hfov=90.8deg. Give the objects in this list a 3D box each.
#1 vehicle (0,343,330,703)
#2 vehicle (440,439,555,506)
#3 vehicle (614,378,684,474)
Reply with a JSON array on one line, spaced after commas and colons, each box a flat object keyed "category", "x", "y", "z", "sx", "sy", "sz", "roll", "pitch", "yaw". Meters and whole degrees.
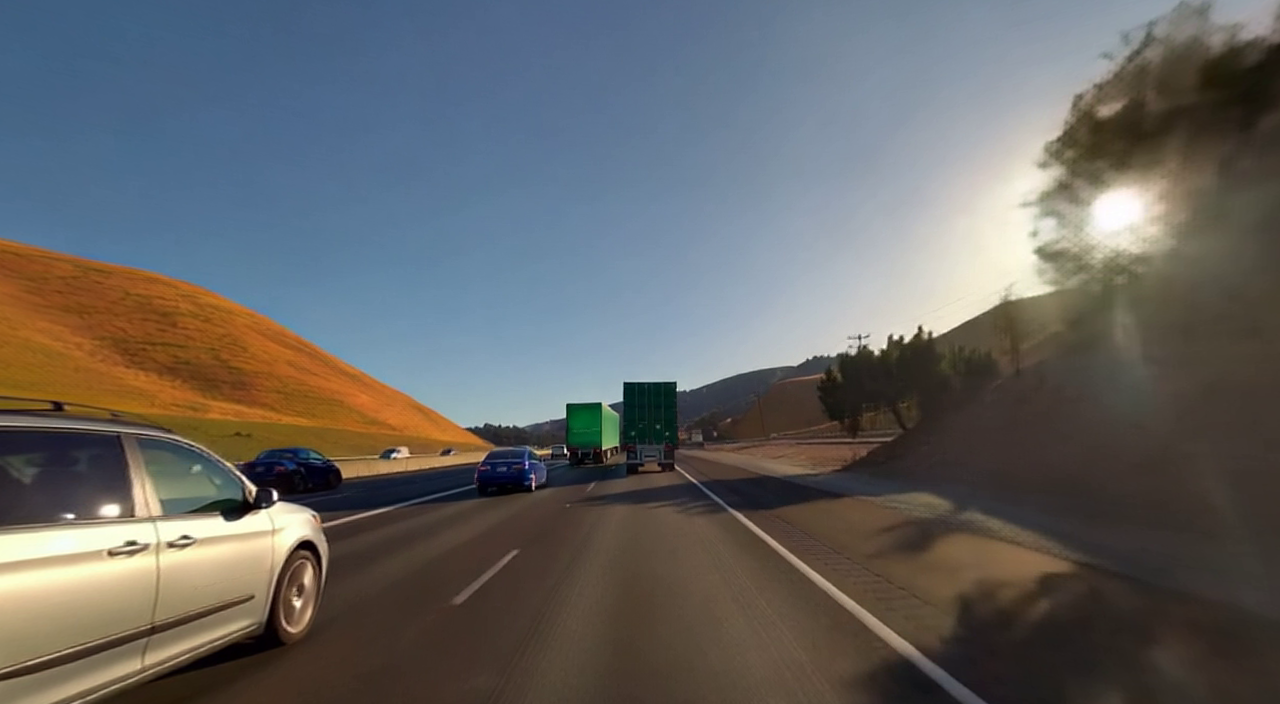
[{"category": "vehicle", "x": -3.813, "y": 0.918, "z": 3.030, "sx": 2.136, "sy": 1.779, "sz": 4.875, "roll": -1, "pitch": -8, "yaw": 1}, {"category": "vehicle", "x": -3.451, "y": 2.975, "z": 16.174, "sx": 1.950, "sy": 1.446, "sz": 4.224, "roll": -1, "pitch": -8, "yaw": 0}, {"category": "vehicle", "x": 0.523, "y": 3.869, "z": 32.086, "sx": 2.913, "sy": 3.988, "sz": 10.874, "roll": -1, "pitch": -8, "yaw": 1}]
